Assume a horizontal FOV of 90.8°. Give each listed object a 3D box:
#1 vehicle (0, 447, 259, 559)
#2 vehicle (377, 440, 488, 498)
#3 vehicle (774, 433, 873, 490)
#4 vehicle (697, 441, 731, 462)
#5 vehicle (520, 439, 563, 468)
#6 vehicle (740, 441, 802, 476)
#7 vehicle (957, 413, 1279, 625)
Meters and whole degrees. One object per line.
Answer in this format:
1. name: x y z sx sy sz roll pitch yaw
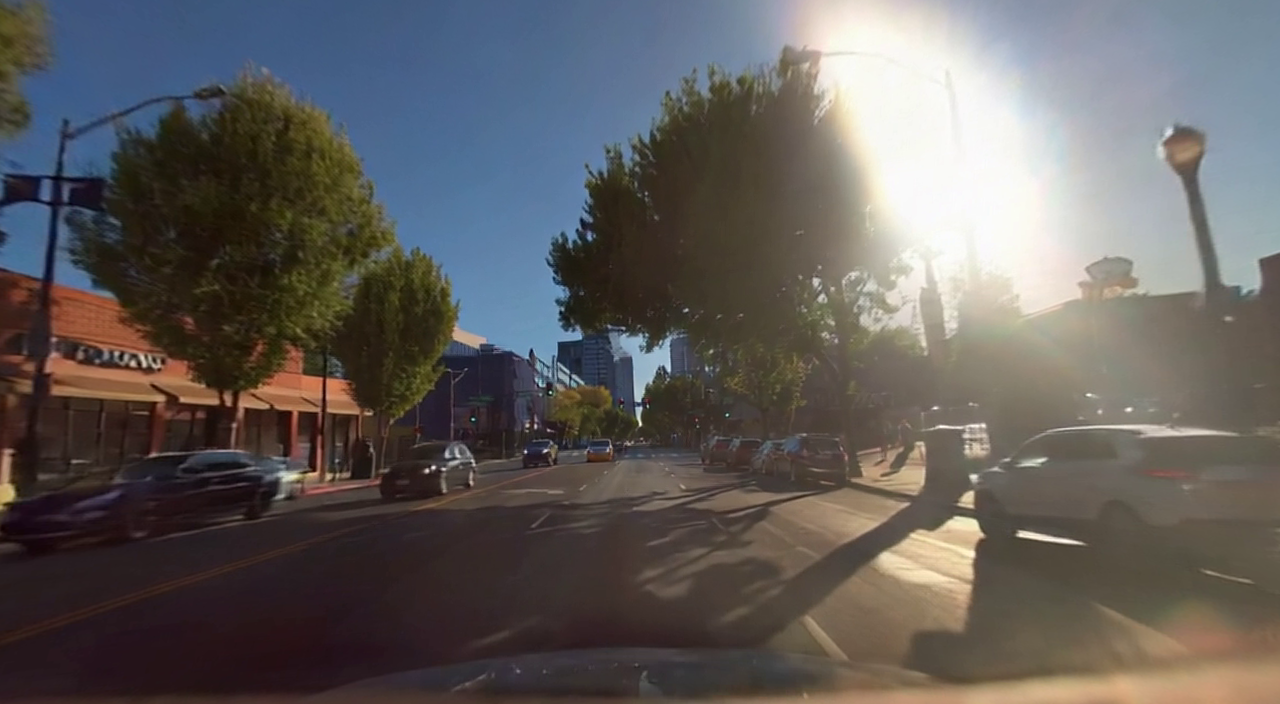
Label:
1. vehicle: -8.970 2.463 11.093 1.937 1.548 4.179 0 -8 0
2. vehicle: -6.132 3.473 19.259 1.898 1.532 4.337 0 -8 0
3. vehicle: 6.066 3.655 21.476 2.047 1.720 4.353 0 -8 0
4. vehicle: 5.739 7.780 49.570 2.011 1.603 4.395 0 -8 -1
5. vehicle: -6.158 6.381 39.953 2.020 1.754 4.442 0 -8 0
6. vehicle: 5.869 4.832 28.874 1.834 1.454 4.410 0 -8 -1
7. vehicle: 6.048 1.729 7.647 1.959 1.766 4.490 0 -8 -1
